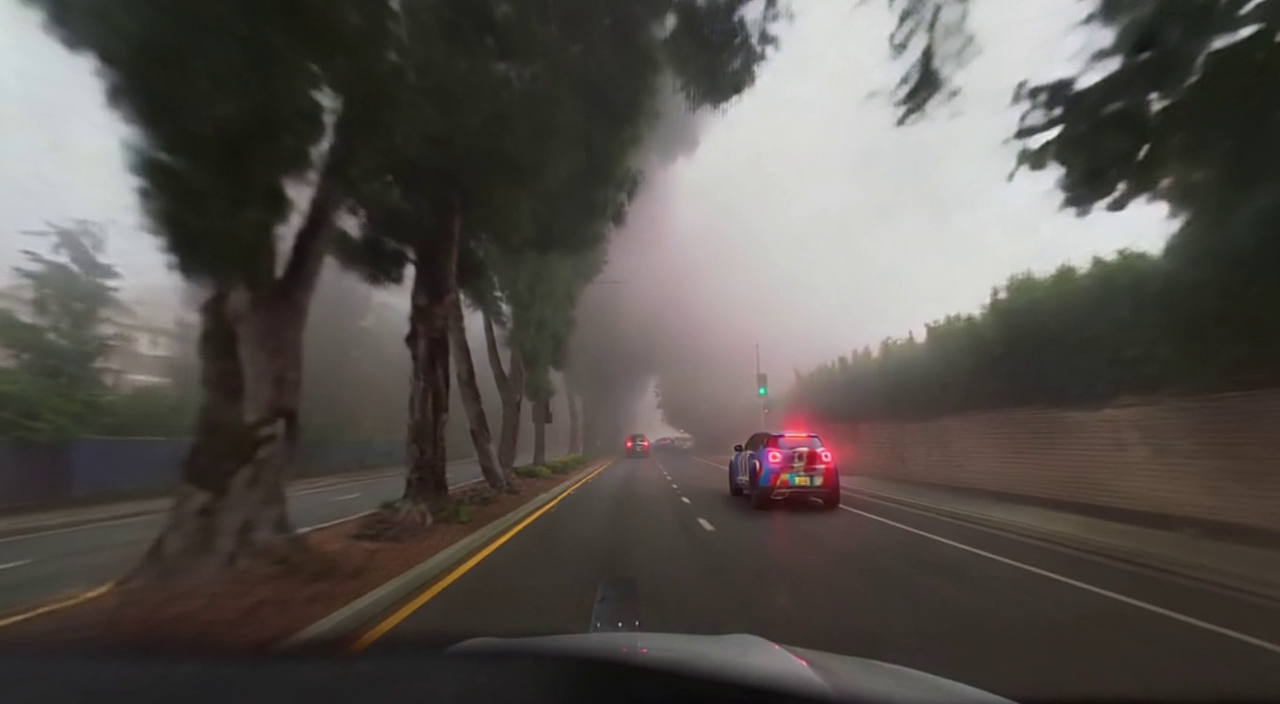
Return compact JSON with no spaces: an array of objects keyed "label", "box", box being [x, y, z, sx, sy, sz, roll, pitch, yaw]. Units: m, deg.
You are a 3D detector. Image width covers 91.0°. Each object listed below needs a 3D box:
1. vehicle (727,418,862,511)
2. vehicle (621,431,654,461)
[{"label":"vehicle","box":[3.155,2.405,13.803,1.840,1.709,4.202,0,-9,-1]},{"label":"vehicle","box":[-0.179,5.985,40.038,1.984,1.777,3.148,0,-9,-1]}]
